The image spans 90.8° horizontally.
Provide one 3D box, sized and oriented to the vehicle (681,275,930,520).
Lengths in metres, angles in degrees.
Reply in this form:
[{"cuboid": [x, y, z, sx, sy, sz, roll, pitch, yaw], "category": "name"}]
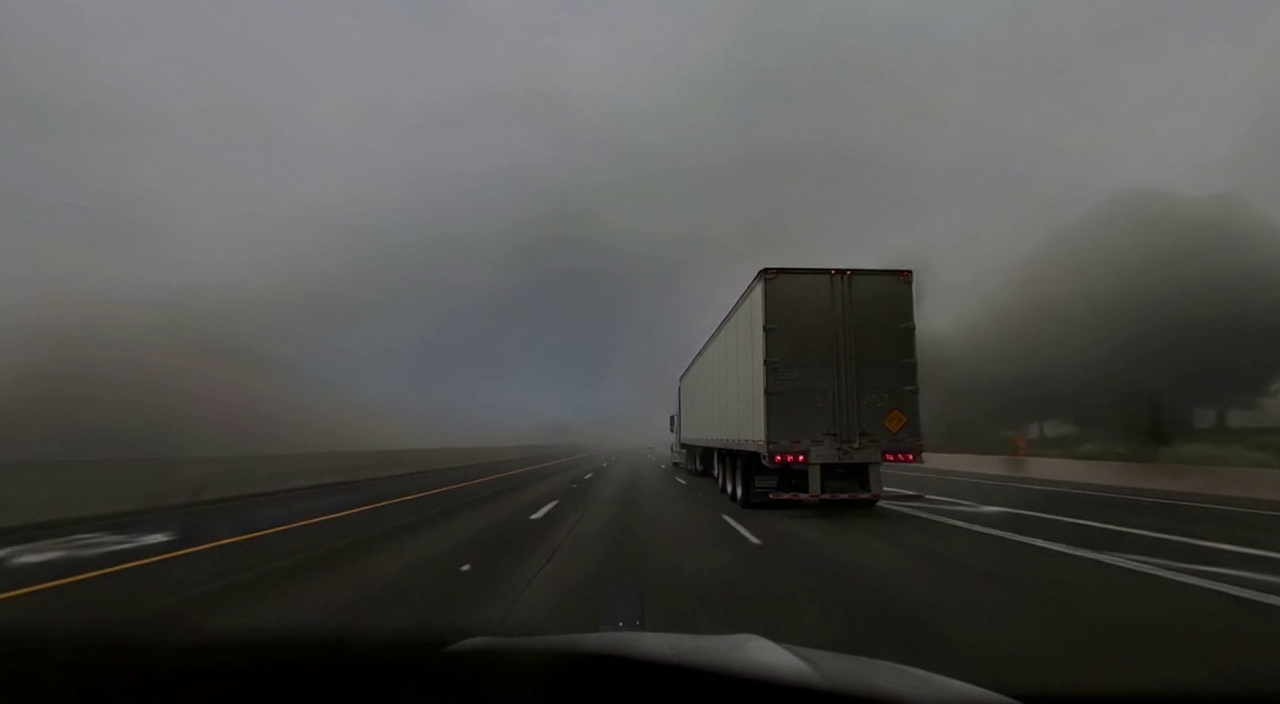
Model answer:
[{"cuboid": [3.281, 1.959, 18.879, 2.743, 4.160, 16.408, 0, -9, -1], "category": "vehicle"}]
